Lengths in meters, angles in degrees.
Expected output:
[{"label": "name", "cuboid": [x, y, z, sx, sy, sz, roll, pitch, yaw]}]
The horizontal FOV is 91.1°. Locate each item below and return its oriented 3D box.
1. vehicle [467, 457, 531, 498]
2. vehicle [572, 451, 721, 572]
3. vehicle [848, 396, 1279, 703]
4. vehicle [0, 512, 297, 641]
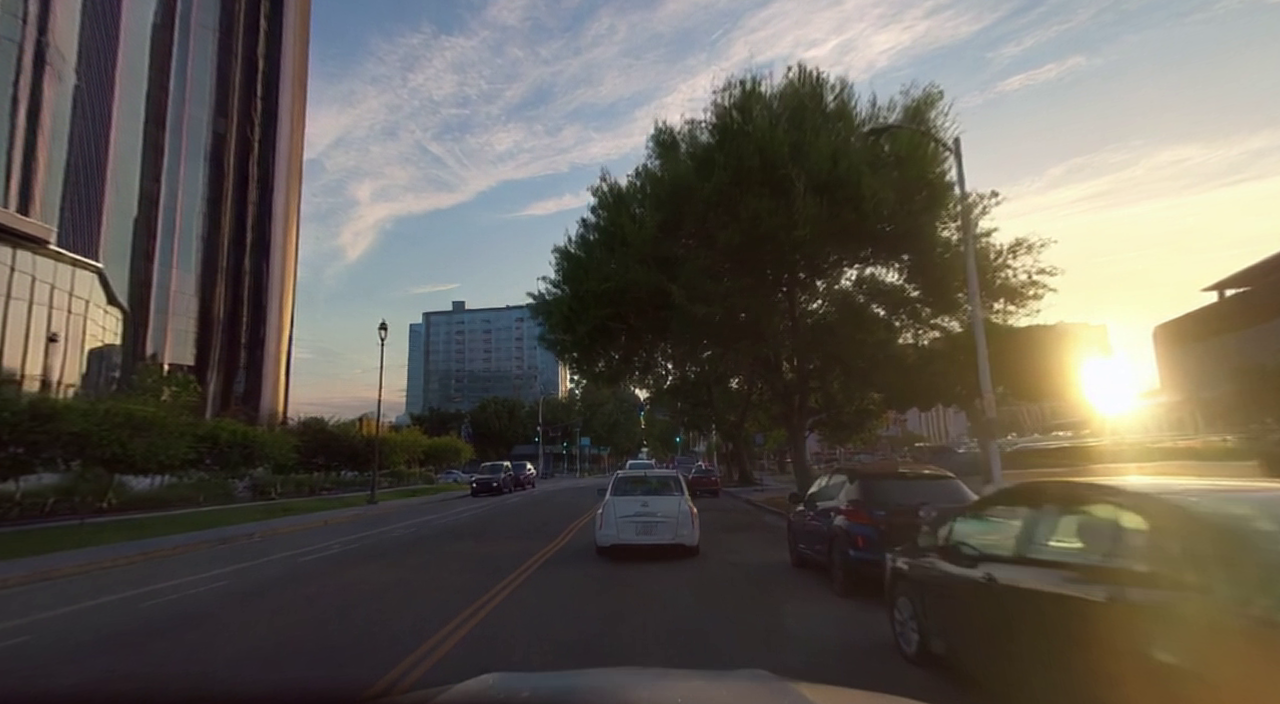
[{"label": "vehicle", "cuboid": [-6.587, 5.995, 29.809, 2.024, 1.654, 4.396, -3, -12, -1]}, {"label": "vehicle", "cuboid": [0.085, 2.512, 10.416, 2.018, 1.583, 3.646, 1, -10, 0]}, {"label": "vehicle", "cuboid": [2.669, 1.212, 3.219, 1.884, 1.566, 4.018, 1, -11, 1]}, {"label": "vehicle", "cuboid": [-6.851, 2.636, 8.067, 2.223, 0.774, 4.789, 1, -11, 0]}]
